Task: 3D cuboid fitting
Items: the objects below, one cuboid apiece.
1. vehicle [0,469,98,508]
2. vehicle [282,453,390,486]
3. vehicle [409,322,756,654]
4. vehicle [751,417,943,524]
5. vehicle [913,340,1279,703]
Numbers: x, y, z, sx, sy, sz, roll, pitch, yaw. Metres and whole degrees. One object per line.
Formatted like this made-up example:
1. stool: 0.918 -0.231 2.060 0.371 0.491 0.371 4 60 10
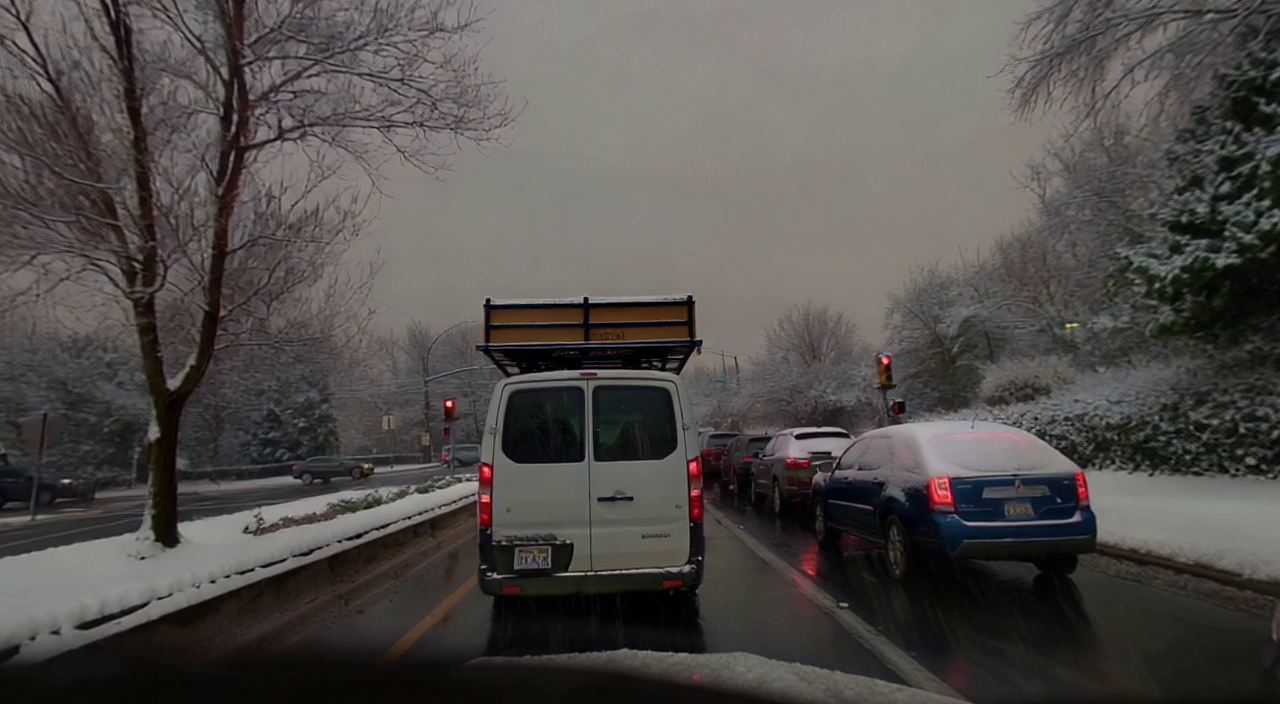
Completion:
1. vehicle: -27.733 6.140 28.572 4.501 1.613 1.852 1 -9 -4
2. vehicle: -15.177 5.863 31.798 4.708 1.474 1.871 4 -9 -23
3. vehicle: -0.358 1.153 6.184 2.145 2.089 4.309 0 -9 0
4. vehicle: 3.701 2.217 12.288 2.024 1.692 4.252 1 -9 -4
5. vehicle: 3.467 0.932 3.399 1.965 1.671 4.146 0 -9 -3
